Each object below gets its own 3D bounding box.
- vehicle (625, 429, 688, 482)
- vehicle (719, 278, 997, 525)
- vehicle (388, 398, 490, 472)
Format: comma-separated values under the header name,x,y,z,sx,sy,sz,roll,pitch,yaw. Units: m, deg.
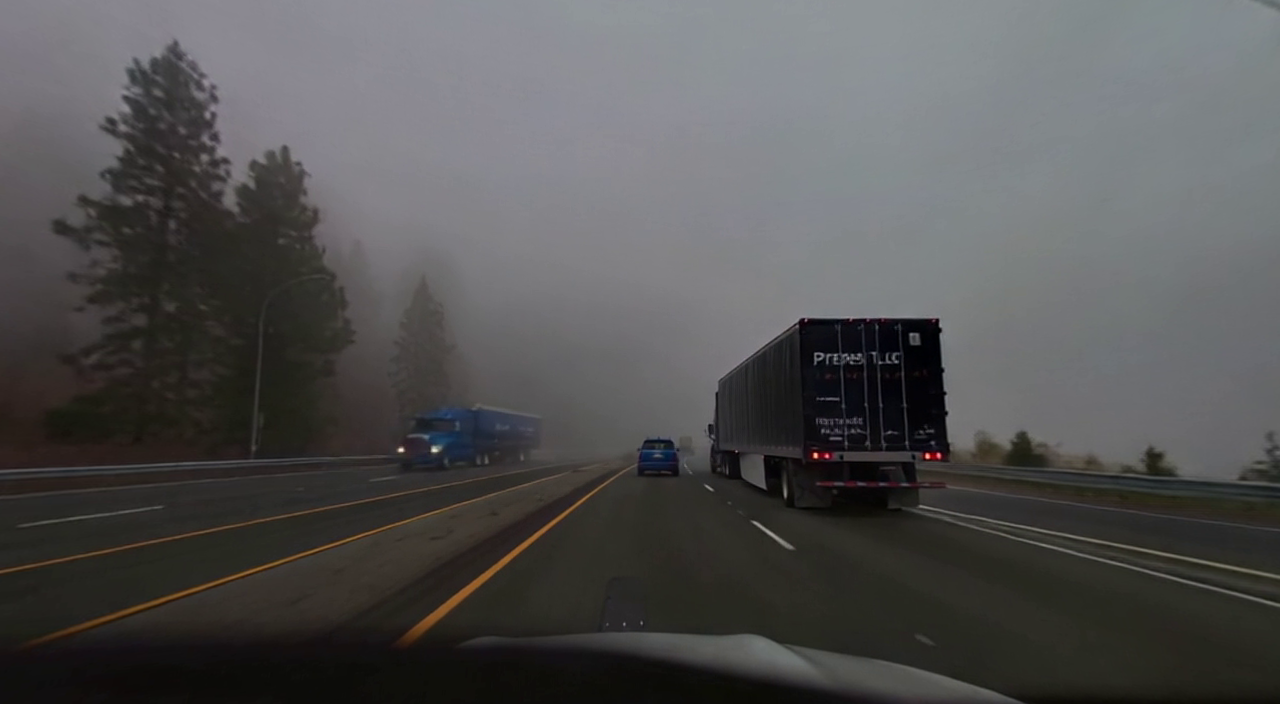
name,x,y,z,sx,sy,sz,roll,pitch,yaw
vehicle,0.651,4.034,24.776,2.222,1.848,4.610,-1,-8,2
vehicle,4.647,2.060,18.915,2.899,4.160,16.621,-1,-9,2
vehicle,-12.000,5.144,38.712,3.038,3.995,8.330,-1,-8,4
